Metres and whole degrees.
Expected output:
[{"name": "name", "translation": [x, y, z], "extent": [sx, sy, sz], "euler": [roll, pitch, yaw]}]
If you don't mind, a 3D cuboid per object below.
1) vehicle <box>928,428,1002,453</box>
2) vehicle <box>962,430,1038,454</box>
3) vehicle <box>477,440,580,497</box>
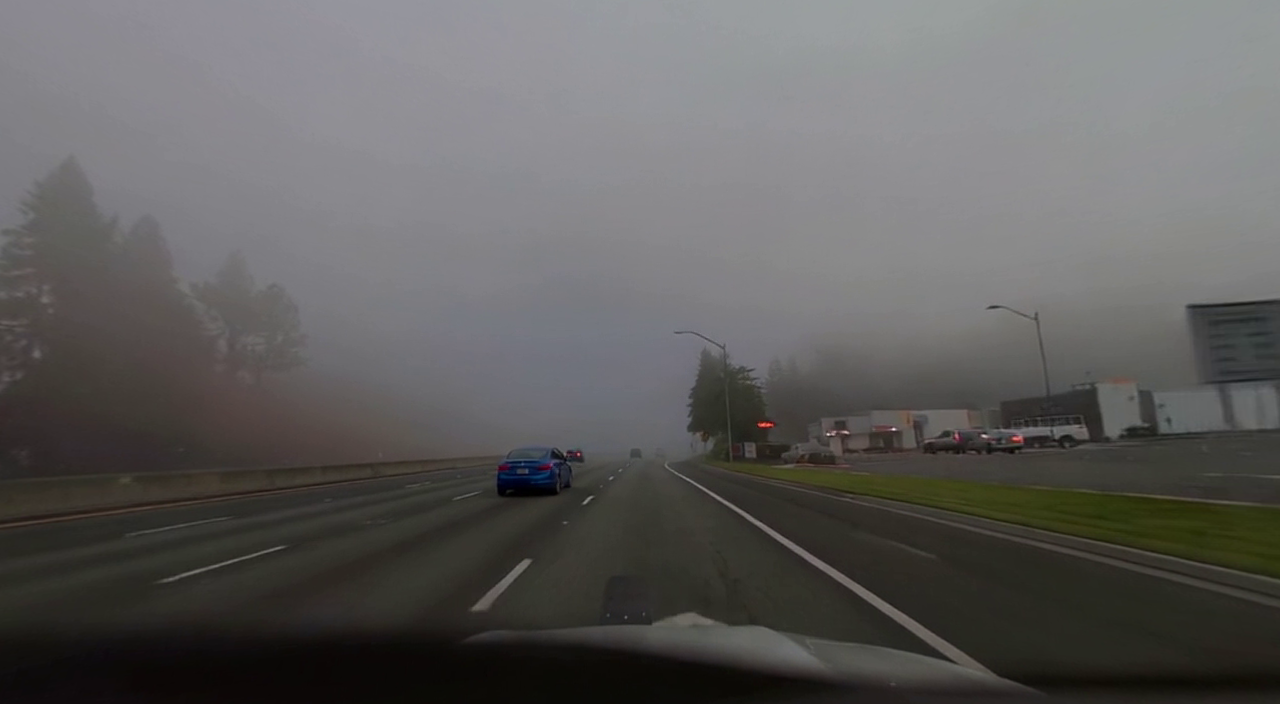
[{"name": "vehicle", "translation": [25.393, 6.922, 49.317], "extent": [4.643, 1.852, 1.978], "euler": [0, -9, 0]}, {"name": "vehicle", "translation": [25.467, 6.379, 44.639], "extent": [4.222, 1.450, 1.766], "euler": [-3, -8, -1]}, {"name": "vehicle", "translation": [-3.150, 3.397, 18.796], "extent": [2.152, 1.479, 4.394], "euler": [0, -9, 1]}]
